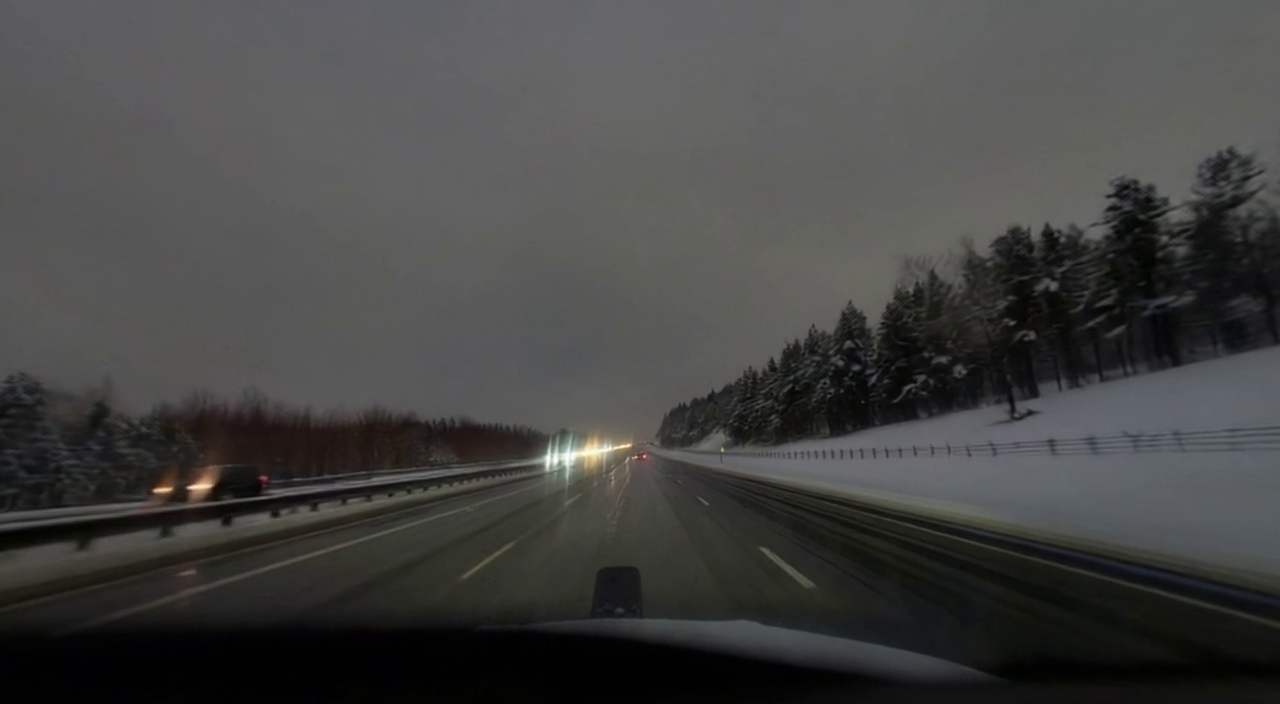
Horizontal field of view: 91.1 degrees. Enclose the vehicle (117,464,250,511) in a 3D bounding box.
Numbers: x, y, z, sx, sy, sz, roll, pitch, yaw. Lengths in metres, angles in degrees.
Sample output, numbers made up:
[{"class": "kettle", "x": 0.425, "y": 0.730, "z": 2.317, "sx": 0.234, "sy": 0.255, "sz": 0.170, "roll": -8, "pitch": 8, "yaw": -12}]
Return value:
[{"class": "vehicle", "x": -16.677, "y": 4.940, "z": 23.278, "sx": 1.755, "sy": 1.452, "sz": 4.275, "roll": 0, "pitch": -9, "yaw": -1}]
